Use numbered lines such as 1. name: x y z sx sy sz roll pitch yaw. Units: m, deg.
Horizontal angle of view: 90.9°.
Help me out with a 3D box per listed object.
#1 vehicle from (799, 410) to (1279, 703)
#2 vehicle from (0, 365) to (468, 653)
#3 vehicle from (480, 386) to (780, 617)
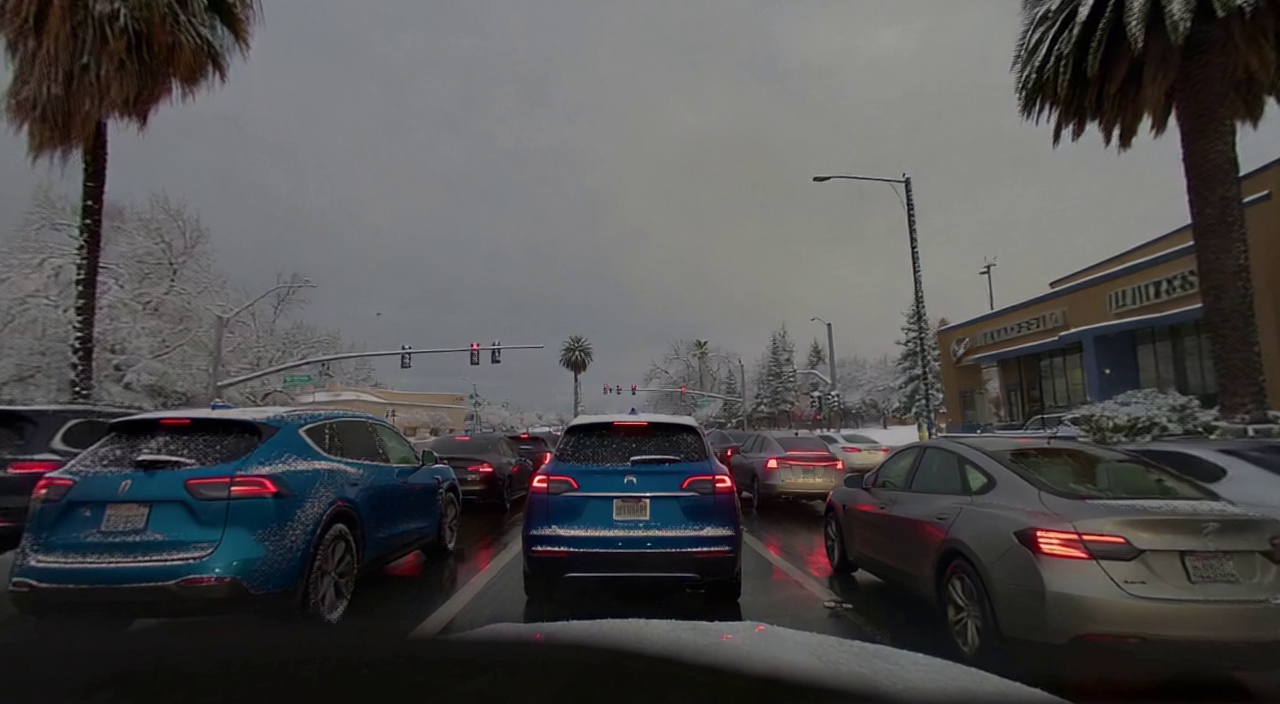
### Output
1. vehicle: 2.967 1.362 5.249 2.017 1.491 4.611 0 -8 -1
2. vehicle: -3.346 1.276 6.124 2.014 1.755 4.360 0 -8 1
3. vehicle: -0.130 1.457 7.060 2.280 1.747 4.361 0 -8 -2
